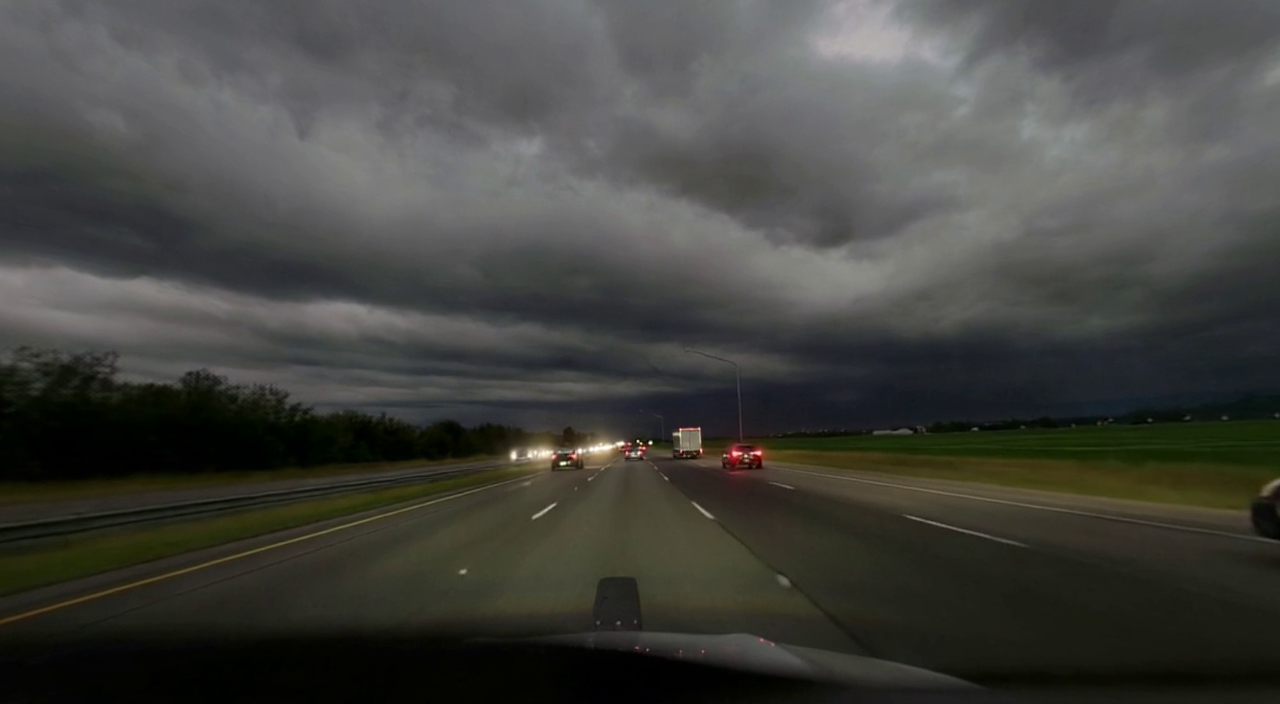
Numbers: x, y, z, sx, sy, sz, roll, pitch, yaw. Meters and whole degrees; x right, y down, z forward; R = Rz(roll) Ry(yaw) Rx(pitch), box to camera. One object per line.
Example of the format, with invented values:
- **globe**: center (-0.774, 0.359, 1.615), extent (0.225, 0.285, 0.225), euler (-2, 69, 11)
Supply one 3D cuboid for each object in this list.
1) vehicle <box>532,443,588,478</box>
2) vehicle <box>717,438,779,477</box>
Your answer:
- **vehicle**: center (-3.823, 5.296, 30.910), extent (2.160, 1.530, 4.500), euler (0, -9, 0)
- **vehicle**: center (4.952, 4.933, 29.629), extent (2.069, 1.625, 4.832), euler (0, -9, 0)
